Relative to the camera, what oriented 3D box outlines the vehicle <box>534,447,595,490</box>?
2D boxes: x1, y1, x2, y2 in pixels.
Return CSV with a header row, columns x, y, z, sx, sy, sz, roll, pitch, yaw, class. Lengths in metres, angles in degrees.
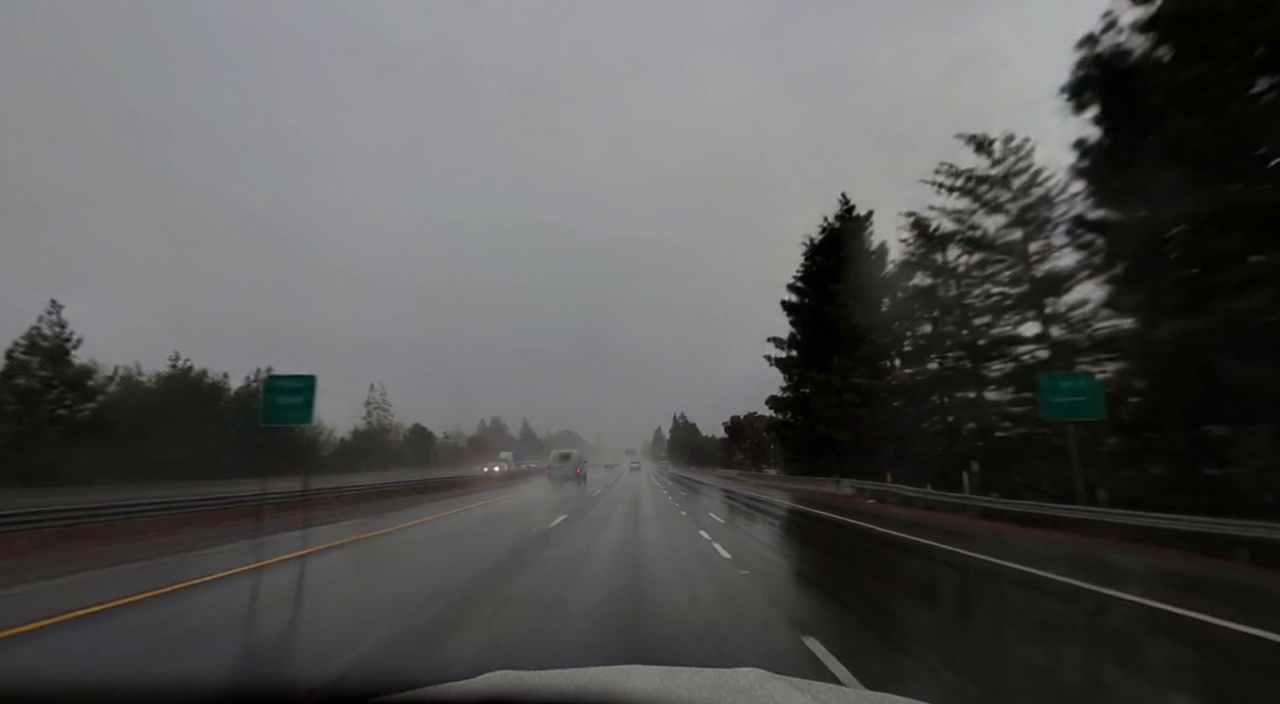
x,y,z,sx,sy,sz,roll,pitch,yaw,class
-3.571,5.695,30.736,2.390,1.879,4.423,1,-10,1,vehicle
